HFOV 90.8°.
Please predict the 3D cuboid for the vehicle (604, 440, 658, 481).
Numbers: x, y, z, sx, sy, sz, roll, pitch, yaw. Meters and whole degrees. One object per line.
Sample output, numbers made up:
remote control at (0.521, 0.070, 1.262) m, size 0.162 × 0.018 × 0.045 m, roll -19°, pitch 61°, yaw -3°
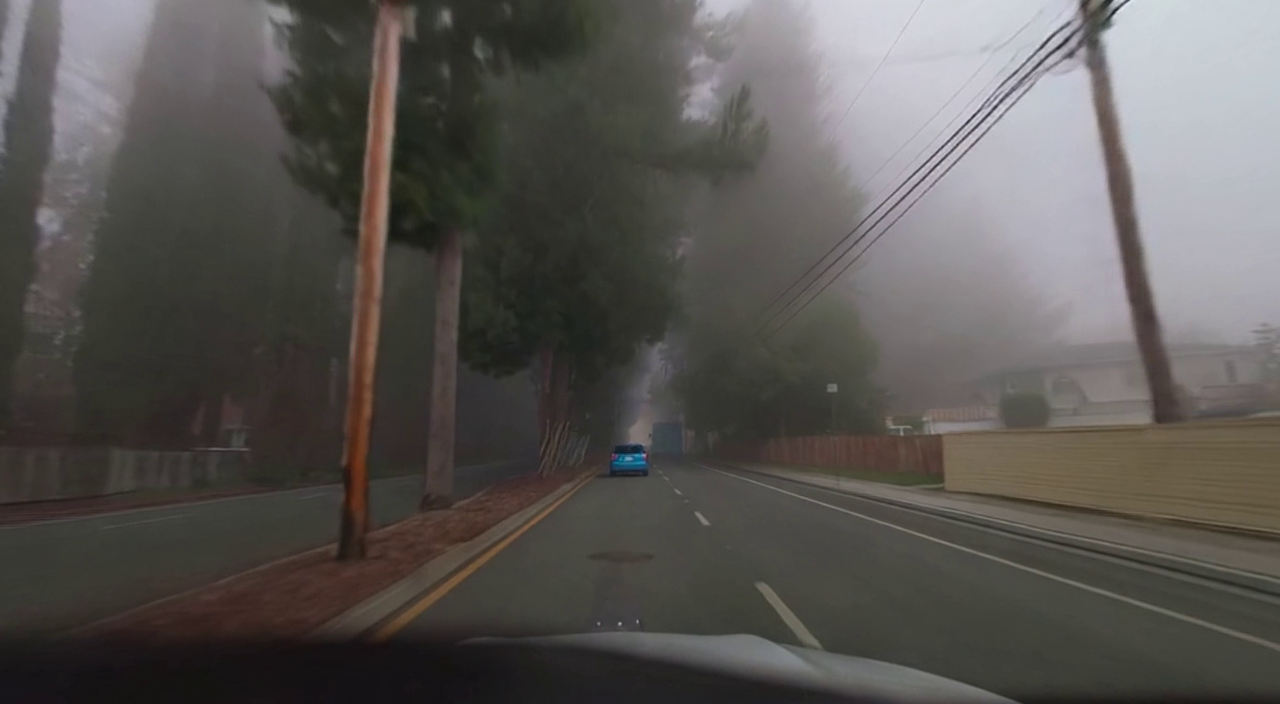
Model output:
vehicle at (-0.345, 4.348, 25.702) m, size 2.018 × 1.511 × 3.993 m, roll 0°, pitch -8°, yaw 0°
